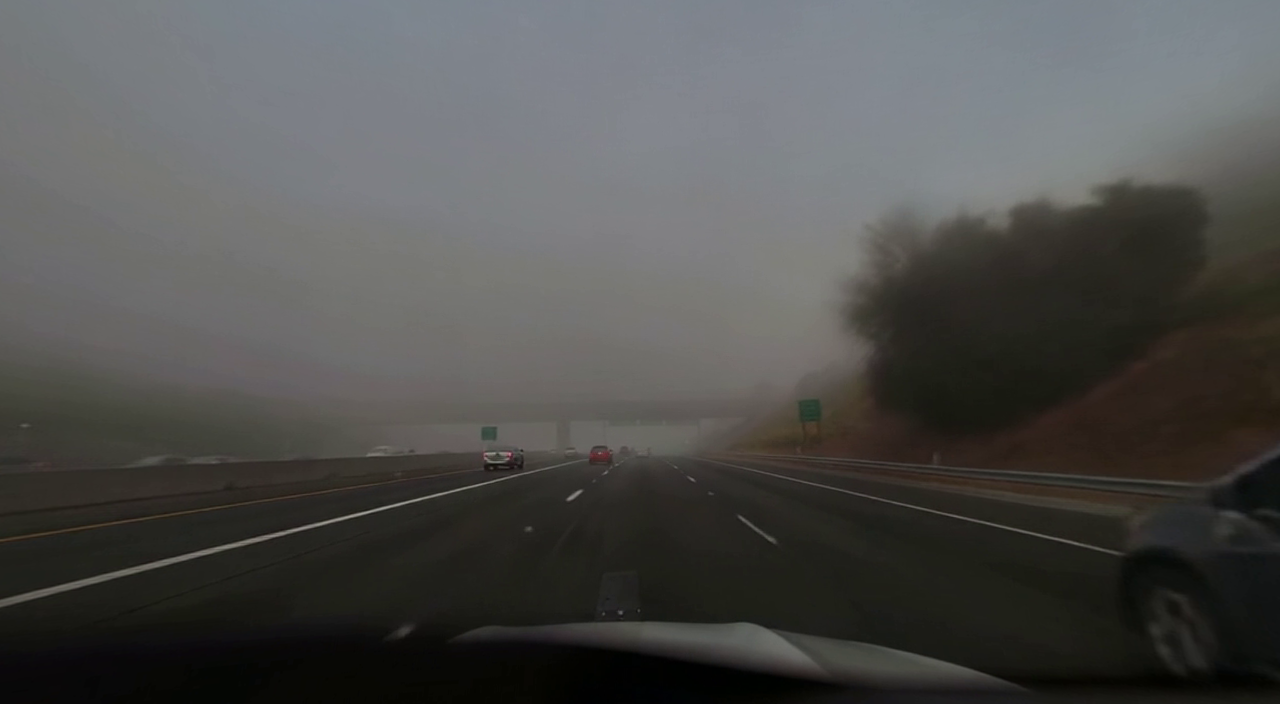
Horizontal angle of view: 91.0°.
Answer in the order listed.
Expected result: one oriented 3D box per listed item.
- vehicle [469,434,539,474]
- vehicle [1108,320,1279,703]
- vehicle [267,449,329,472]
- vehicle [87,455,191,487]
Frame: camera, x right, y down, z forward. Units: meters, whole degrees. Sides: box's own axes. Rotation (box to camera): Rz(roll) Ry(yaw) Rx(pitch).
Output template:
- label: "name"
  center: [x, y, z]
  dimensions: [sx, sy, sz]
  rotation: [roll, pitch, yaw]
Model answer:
- label: "vehicle"
  center: [-7.176, 5.466, 33.916]
  dimensions: [2.341, 1.959, 5.684]
  rotation: [0, -9, 1]
- label: "vehicle"
  center: [3.666, 0.552, 1.390]
  dimensions: [1.990, 1.735, 4.276]
  rotation: [0, -9, 1]
- label: "vehicle"
  center: [-26.218, 8.308, 48.530]
  dimensions: [1.985, 1.697, 4.891]
  rotation: [0, -9, 1]
- label: "vehicle"
  center: [-26.441, 6.266, 33.471]
  dimensions: [1.864, 1.502, 4.402]
  rotation: [0, -9, 0]
